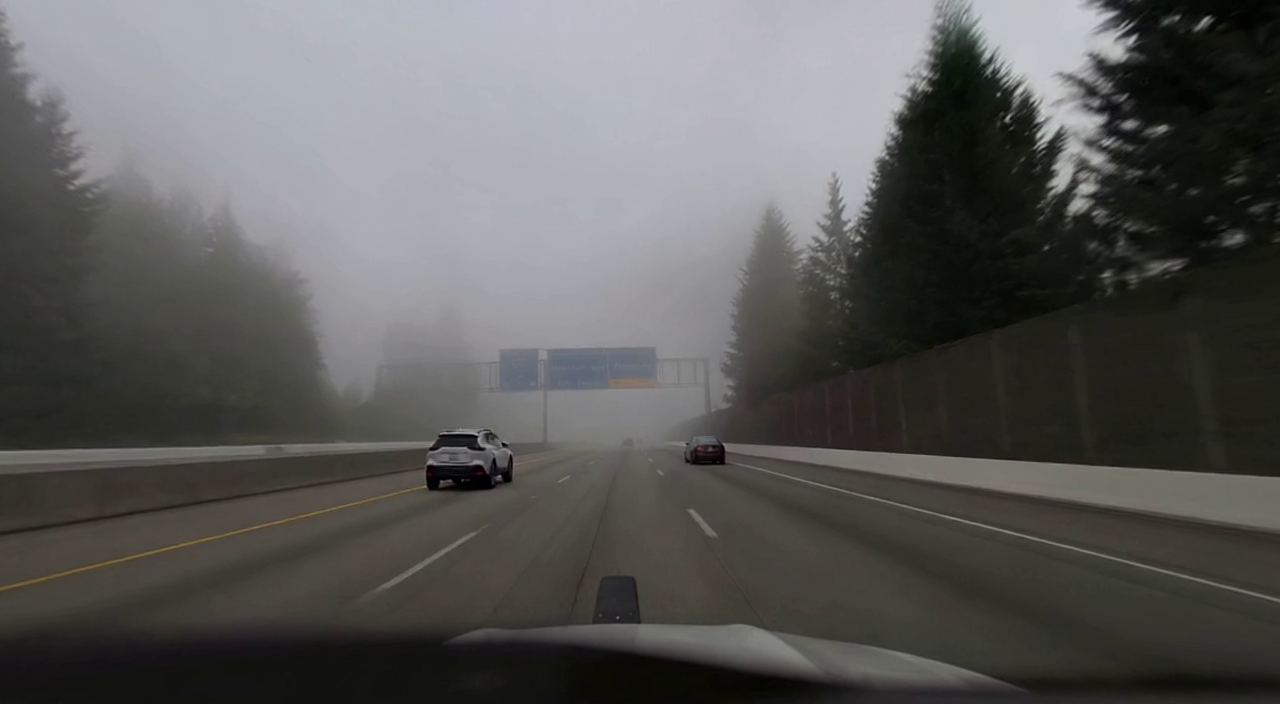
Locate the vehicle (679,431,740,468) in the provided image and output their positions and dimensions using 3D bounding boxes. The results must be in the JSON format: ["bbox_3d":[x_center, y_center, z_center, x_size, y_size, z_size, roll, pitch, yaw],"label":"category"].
[{"bbox_3d":[3.040,4.390,28.491,2.077,1.523,4.539,0,-8,-2],"label":"vehicle"}]

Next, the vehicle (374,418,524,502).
[{"bbox_3d":[-4.203,2.444,14.692,2.219,1.660,4.153,0,-8,-1],"label":"vehicle"}]
